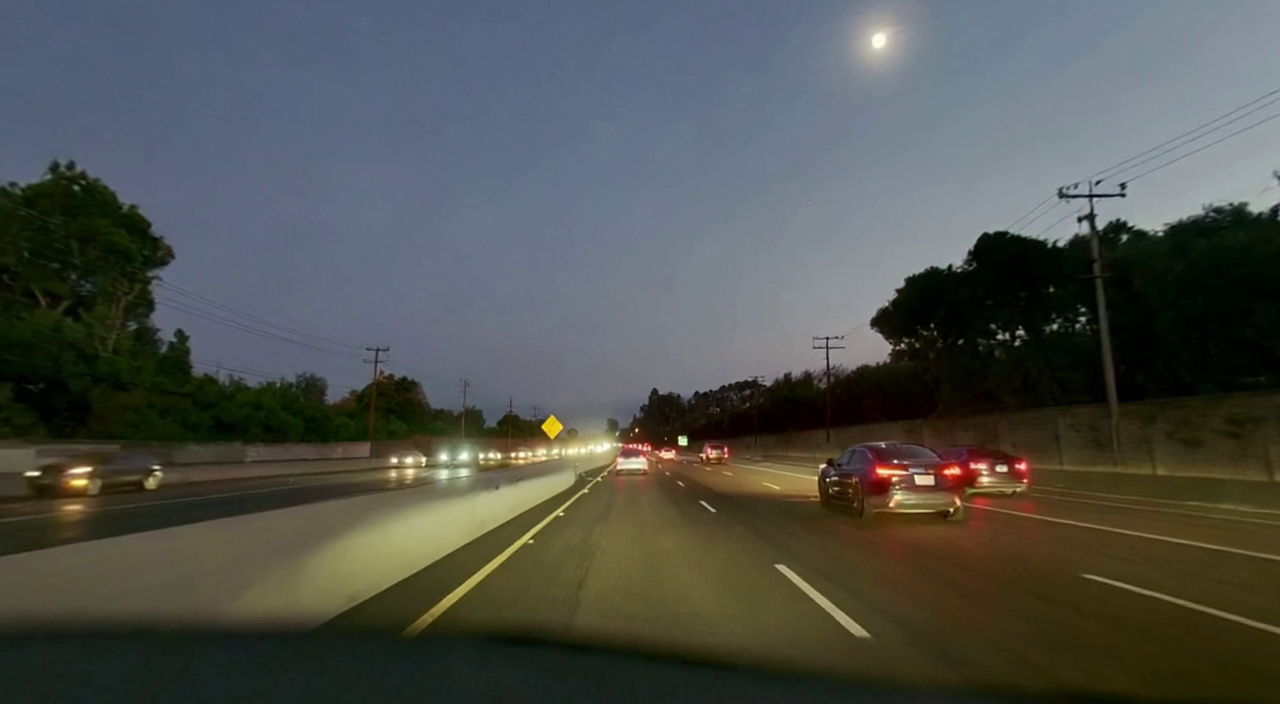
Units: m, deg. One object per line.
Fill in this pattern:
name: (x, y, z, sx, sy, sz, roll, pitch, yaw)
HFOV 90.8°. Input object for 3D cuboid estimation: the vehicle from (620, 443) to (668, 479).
vehicle: (0.103, 4.842, 28.366, 1.993, 1.506, 3.883, 0, -8, -2)

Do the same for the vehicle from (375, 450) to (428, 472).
vehicle: (-17.205, 7.865, 45.824, 2.010, 1.490, 4.503, 0, -9, 1)

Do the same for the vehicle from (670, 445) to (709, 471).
vehicle: (2.947, 6.423, 38.449, 1.981, 1.480, 4.316, 0, -8, -1)

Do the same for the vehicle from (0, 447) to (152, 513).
vehicle: (-17.658, 3.712, 18.993, 2.059, 1.699, 4.812, 0, -9, 1)

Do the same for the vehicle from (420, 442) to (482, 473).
vehicle: (-10.799, 6.055, 36.472, 2.042, 1.697, 4.552, 0, -8, 1)

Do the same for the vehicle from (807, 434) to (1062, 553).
vehicle: (4.442, 2.187, 10.569, 2.069, 1.520, 4.614, 0, -8, 0)

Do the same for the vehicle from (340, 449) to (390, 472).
vehicle: (-21.214, 8.367, 48.944, 1.916, 1.632, 4.245, 0, -9, 1)
